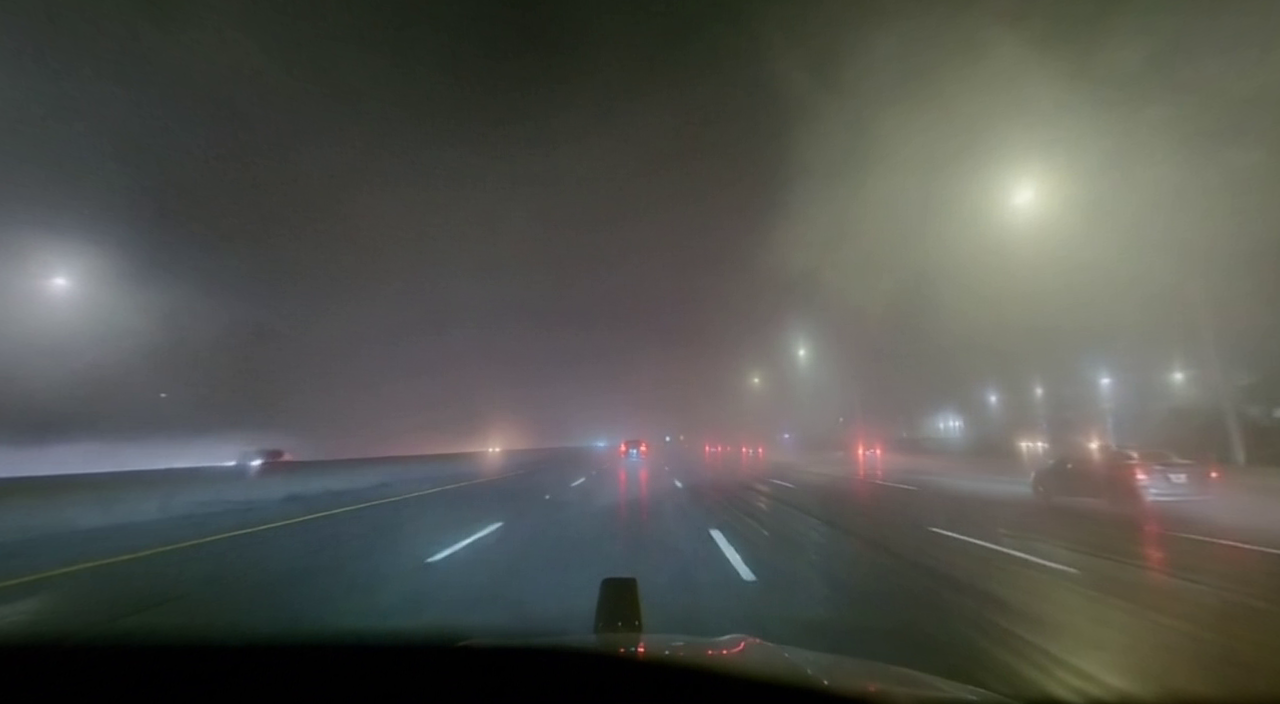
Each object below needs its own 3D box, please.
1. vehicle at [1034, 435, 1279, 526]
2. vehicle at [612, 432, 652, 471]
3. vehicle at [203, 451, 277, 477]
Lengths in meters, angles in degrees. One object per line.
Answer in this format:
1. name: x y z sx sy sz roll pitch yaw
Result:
1. vehicle: 10.091 2.384 12.338 1.900 1.432 4.519 0 -8 1
2. vehicle: -0.357 5.084 32.297 1.893 1.827 4.513 0 -8 1
3. vehicle: -24.324 6.809 38.589 1.806 1.450 4.041 0 -8 1
